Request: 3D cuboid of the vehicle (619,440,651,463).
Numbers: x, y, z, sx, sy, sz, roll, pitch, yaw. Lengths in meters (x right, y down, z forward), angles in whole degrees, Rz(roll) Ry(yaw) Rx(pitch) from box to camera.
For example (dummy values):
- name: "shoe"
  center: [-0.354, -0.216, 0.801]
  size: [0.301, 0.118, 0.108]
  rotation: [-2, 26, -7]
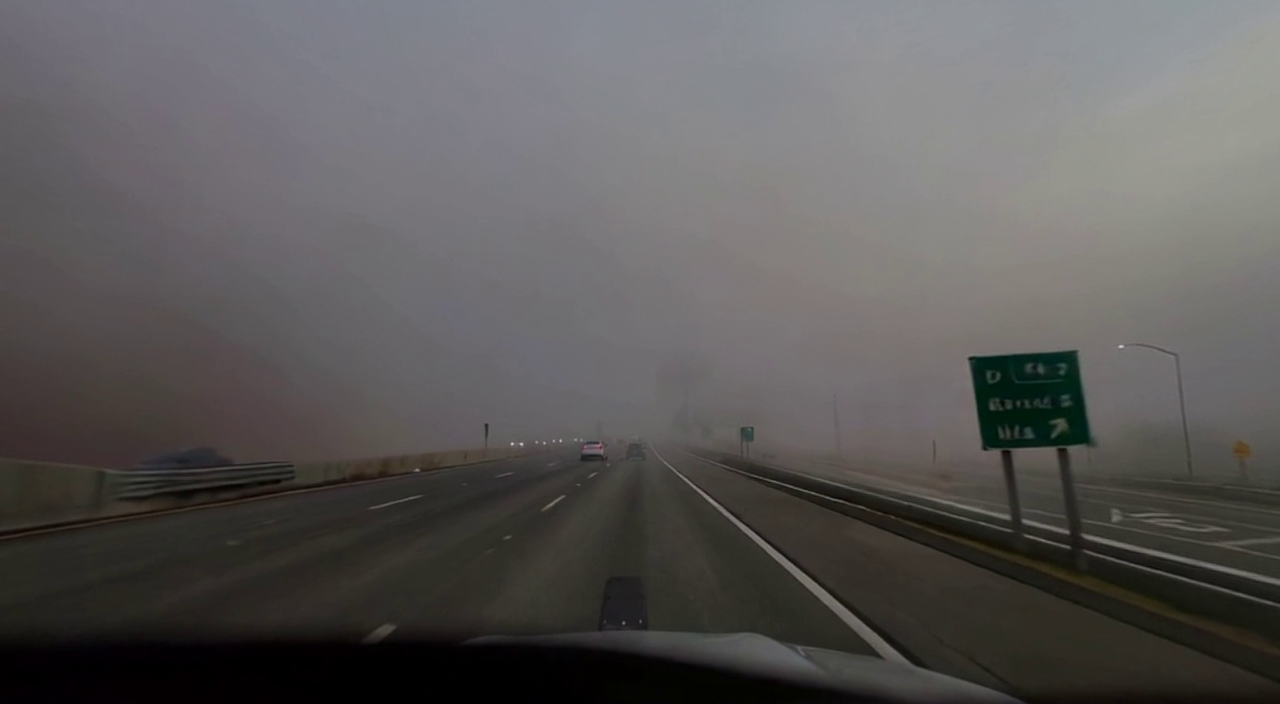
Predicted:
- name: "vehicle"
  center: [-0.321, 6.920, 44.023]
  size: [2.100, 1.471, 3.956]
  rotation: [0, -8, 0]

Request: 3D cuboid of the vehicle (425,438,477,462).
- name: "vehicle"
  center: [-13.069, 6.811, 43.920]
  size: [2.289, 1.607, 4.231]
  rotation: [0, -8, 0]

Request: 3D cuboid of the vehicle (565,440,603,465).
- name: "vehicle"
  center: [-3.596, 6.487, 41.069]
  size: [2.067, 1.509, 4.551]
  rotation: [0, -8, 0]

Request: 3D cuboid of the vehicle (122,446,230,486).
- name: "vehicle"
  center: [-17.029, 4.163, 23.351]
  size: [1.457, 1.357, 3.245]
  rotation: [0, -8, 1]
